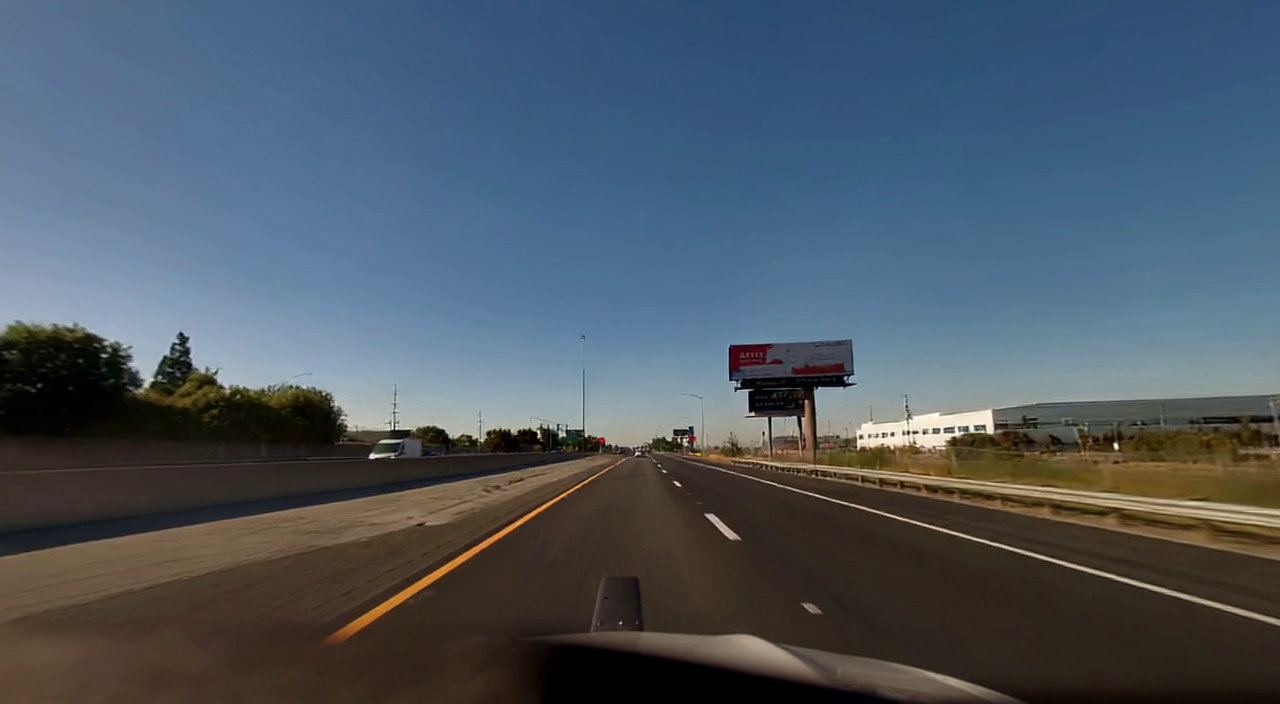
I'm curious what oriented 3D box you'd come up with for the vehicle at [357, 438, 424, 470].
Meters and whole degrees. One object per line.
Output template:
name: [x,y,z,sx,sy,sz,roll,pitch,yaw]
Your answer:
vehicle: [-17.572,7.223,44.702,2.318,2.113,5.579,0,-9,1]
